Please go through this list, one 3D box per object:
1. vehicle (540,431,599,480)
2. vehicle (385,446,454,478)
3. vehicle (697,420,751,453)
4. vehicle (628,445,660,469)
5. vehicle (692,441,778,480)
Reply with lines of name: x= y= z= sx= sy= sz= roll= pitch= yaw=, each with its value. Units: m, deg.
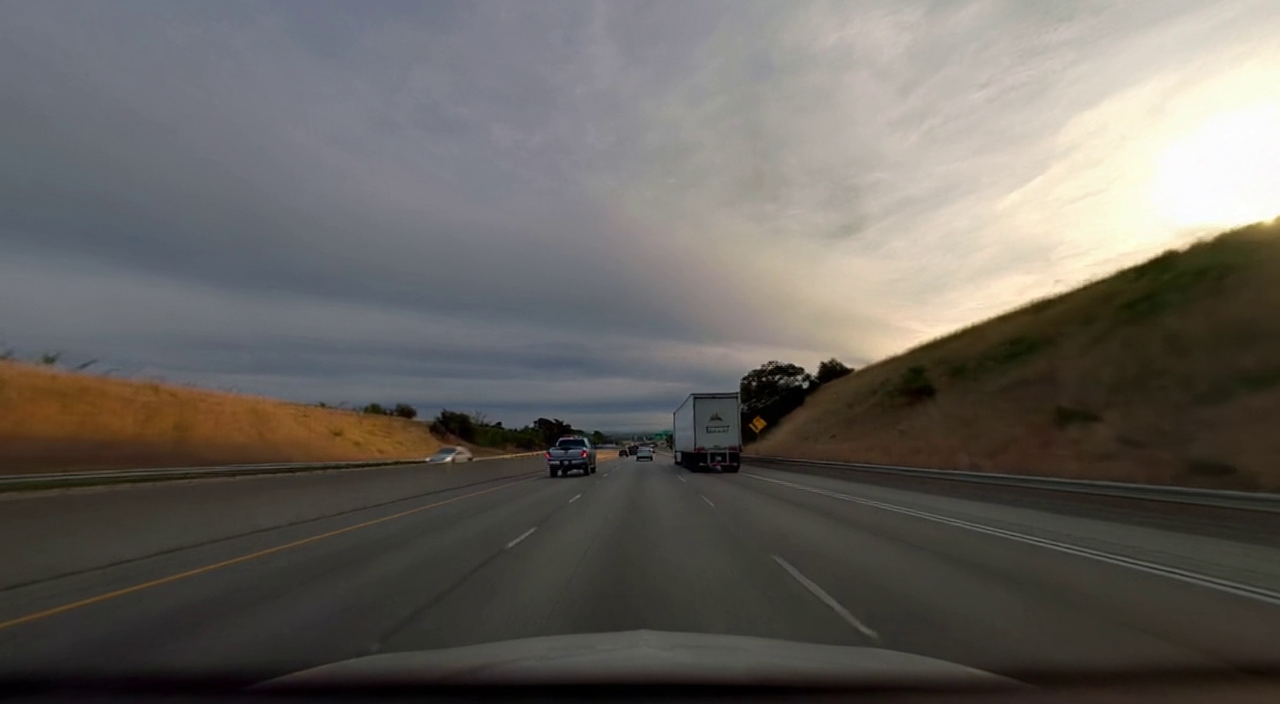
vehicle: x=-3.148 y=4.765 z=29.099 sx=2.142 sy=2.044 sz=4.446 roll=0 pitch=-9 yaw=1
vehicle: x=-10.932 y=5.464 z=31.506 sx=1.879 sy=1.437 sz=4.183 roll=0 pitch=-9 yaw=1
vehicle: x=4.108 y=4.257 z=31.465 sx=1.968 sy=1.547 sz=4.215 roll=0 pitch=-9 yaw=-2
vehicle: x=0.258 y=7.106 z=42.698 sx=2.086 sy=1.497 sz=3.681 roll=0 pitch=-9 yaw=0
vehicle: x=4.232 y=5.154 z=30.332 sx=2.654 sy=1.574 sz=9.537 roll=0 pitch=-9 yaw=0
